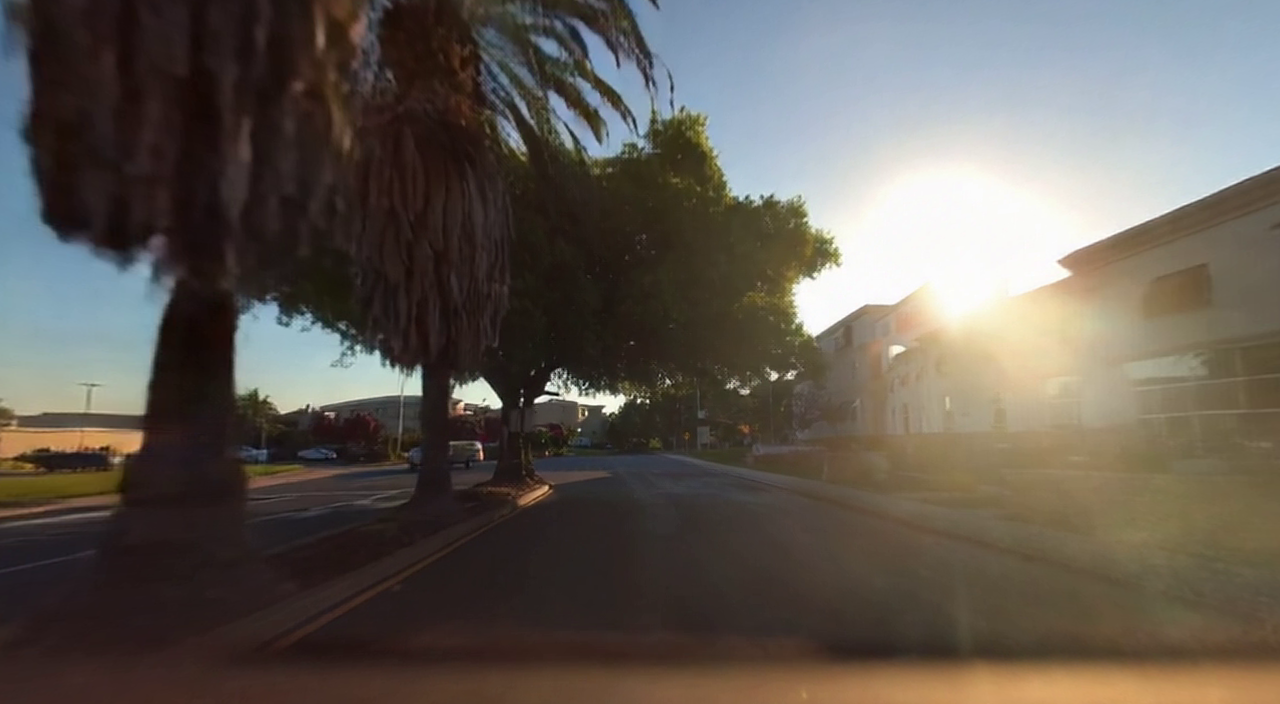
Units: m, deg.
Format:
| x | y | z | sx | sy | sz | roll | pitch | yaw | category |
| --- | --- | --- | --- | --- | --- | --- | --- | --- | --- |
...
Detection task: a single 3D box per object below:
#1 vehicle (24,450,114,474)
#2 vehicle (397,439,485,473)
| x | y | z | sx | sy | sz | roll | pitch | yaw | category |
| --- | --- | --- | --- | --- | --- | --- | --- | --- | --- |
| -37.823 | 7.270 | 42.049 | 1.919 | 1.502 | 4.695 | 1 | -9 | -6 | vehicle |
| -11.661 | 6.070 | 37.037 | 4.651 | 1.863 | 2.174 | -5 | -10 | 27 | vehicle |
